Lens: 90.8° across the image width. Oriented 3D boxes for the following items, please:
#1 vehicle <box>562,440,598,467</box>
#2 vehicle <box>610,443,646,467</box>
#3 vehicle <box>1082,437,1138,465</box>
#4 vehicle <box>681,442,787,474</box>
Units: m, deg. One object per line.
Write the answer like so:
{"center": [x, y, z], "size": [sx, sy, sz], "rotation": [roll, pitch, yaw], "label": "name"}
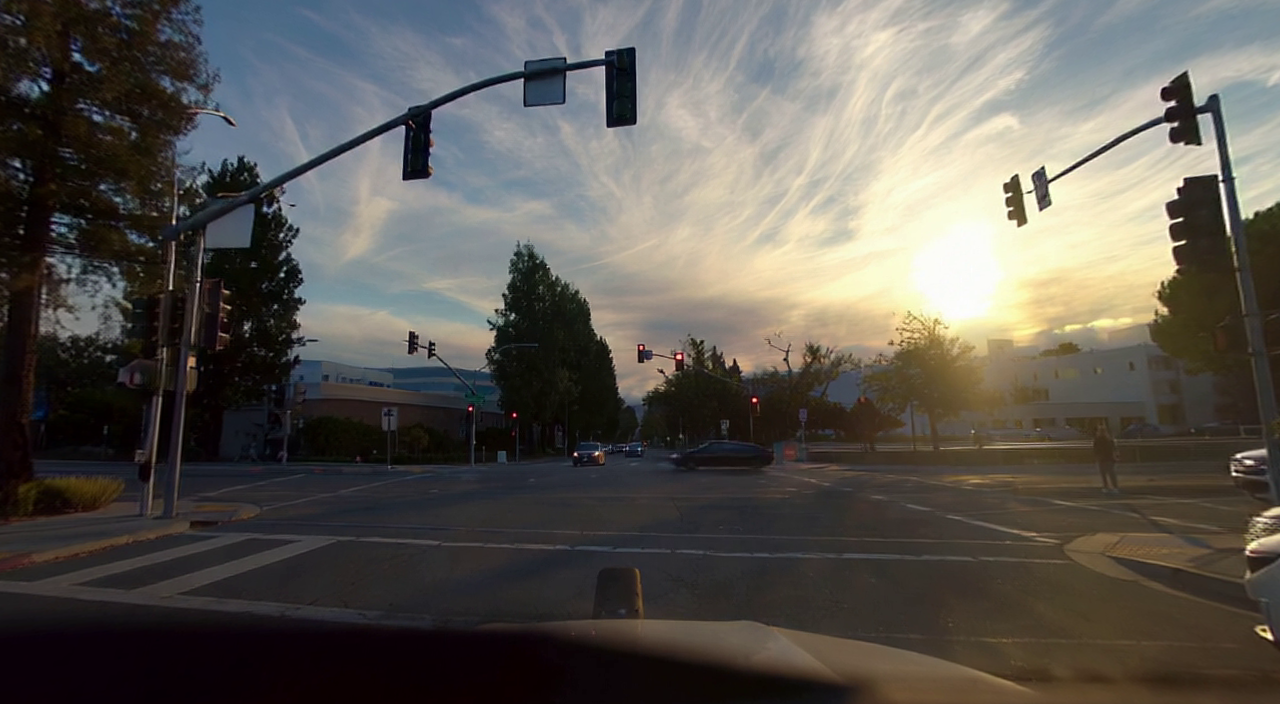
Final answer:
{"center": [-4.131, 7.100, 44.295], "size": [2.251, 1.756, 4.610], "rotation": [0, -9, -2], "label": "vehicle"}
{"center": [-0.873, 6.827, 41.994], "size": [2.056, 1.492, 3.937], "rotation": [1, -9, -6], "label": "vehicle"}
{"center": [26.952, 5.659, 36.159], "size": [2.092, 1.474, 4.046], "rotation": [-8, -11, 40], "label": "vehicle"}
{"center": [4.423, 4.939, 29.563], "size": [4.628, 1.414, 1.897], "rotation": [-3, -9, 17], "label": "vehicle"}
